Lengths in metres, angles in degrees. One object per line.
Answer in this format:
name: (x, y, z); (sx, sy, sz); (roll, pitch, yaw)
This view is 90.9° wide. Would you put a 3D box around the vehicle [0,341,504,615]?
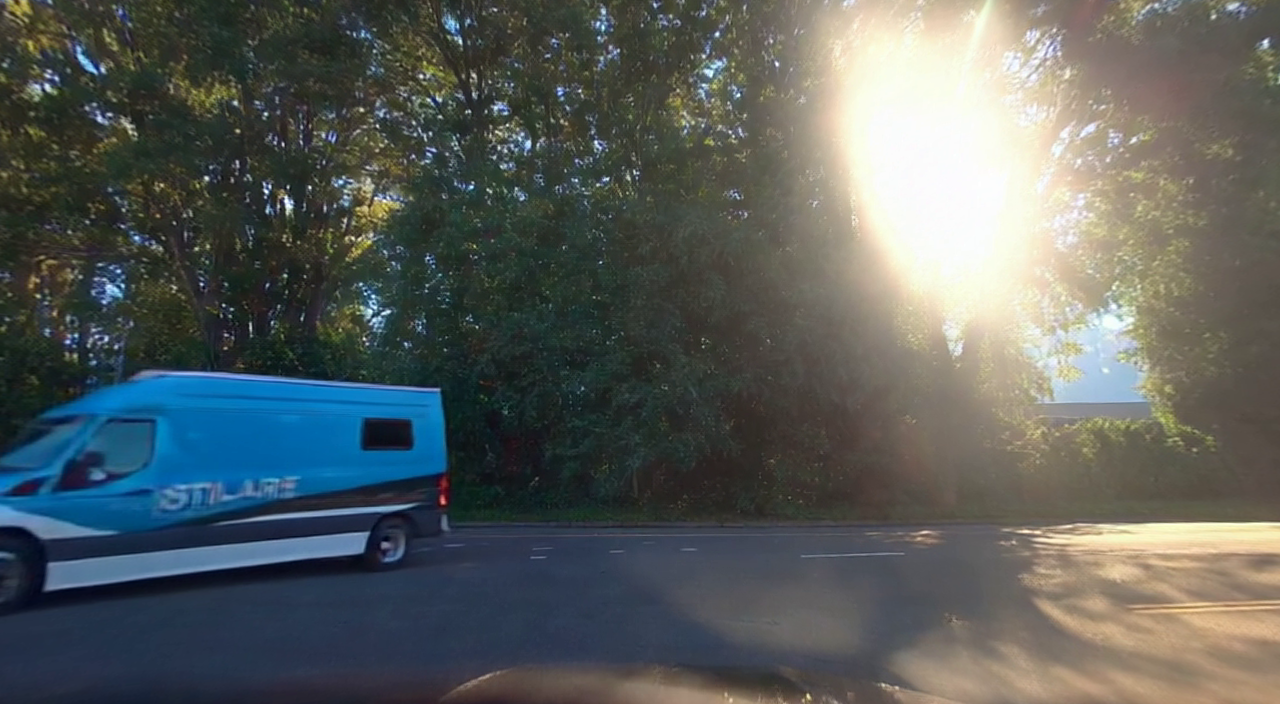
vehicle: (-4.918, 1.413, 7.597); (5.923, 2.424, 2.247); (6, -11, -35)
